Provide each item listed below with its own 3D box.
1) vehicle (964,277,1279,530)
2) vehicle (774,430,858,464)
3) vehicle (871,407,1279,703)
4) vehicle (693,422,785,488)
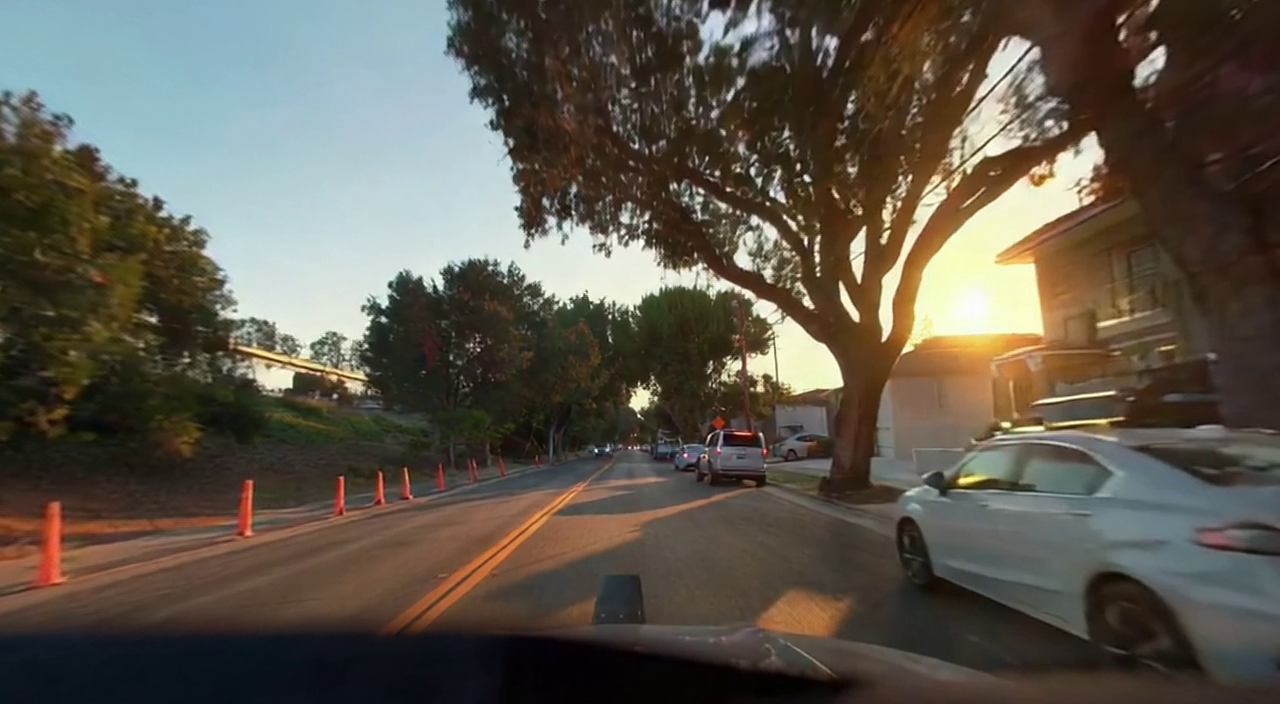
[{"bbox_3d":[10.004,0.852,9.835,8.030,3.331,3.152,0,-8,2],"label":"vehicle"},{"bbox_3d":[11.036,5.994,39.914,4.633,2.059,2.050,0,-9,2],"label":"vehicle"},{"bbox_3d":[3.318,1.154,3.719,1.959,1.459,4.860,0,-9,-2],"label":"vehicle"},{"bbox_3d":[3.156,3.477,21.424,2.293,1.957,4.934,0,-9,0],"label":"vehicle"}]
